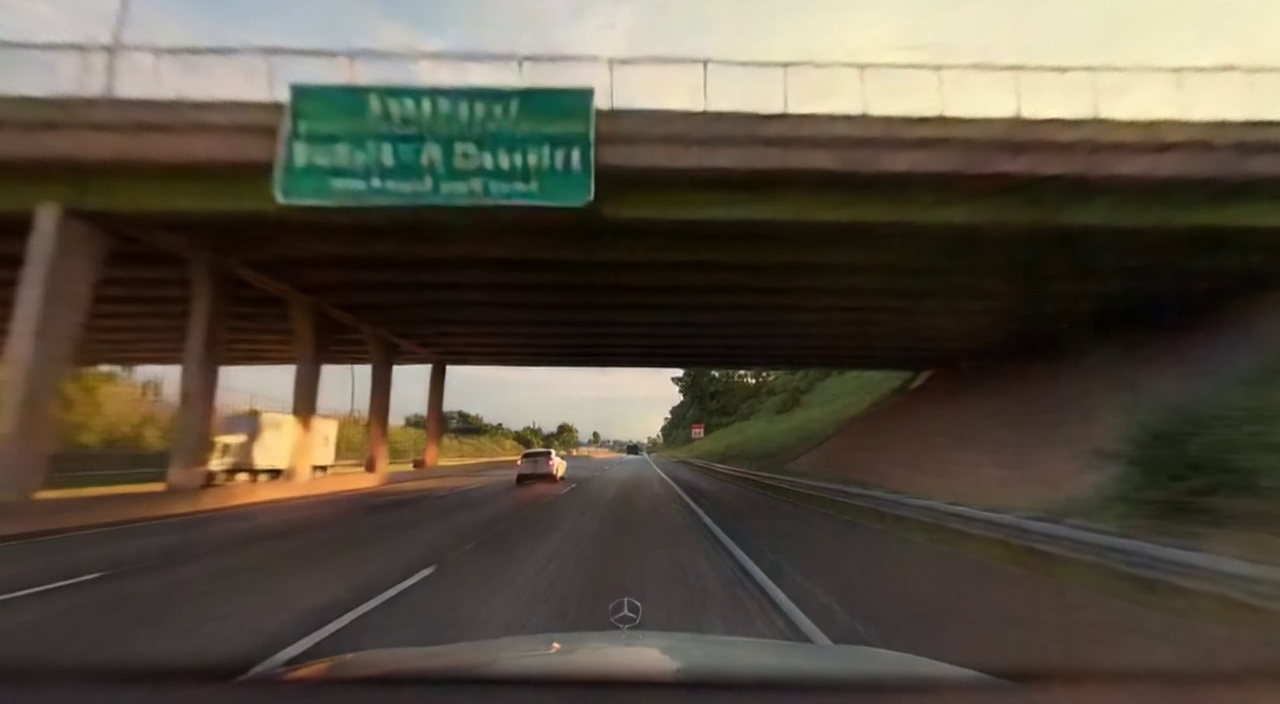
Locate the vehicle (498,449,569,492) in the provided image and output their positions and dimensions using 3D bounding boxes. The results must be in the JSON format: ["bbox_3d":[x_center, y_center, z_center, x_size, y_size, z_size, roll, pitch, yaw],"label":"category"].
[{"bbox_3d":[-3.987,4.497,24.272,1.992,1.504,4.117,0,-9,0],"label":"vehicle"}]

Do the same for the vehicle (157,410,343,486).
[{"bbox_3d":[-23.753,6.119,40.157,2.831,3.931,14.158,0,-9,0],"label":"vehicle"}]
